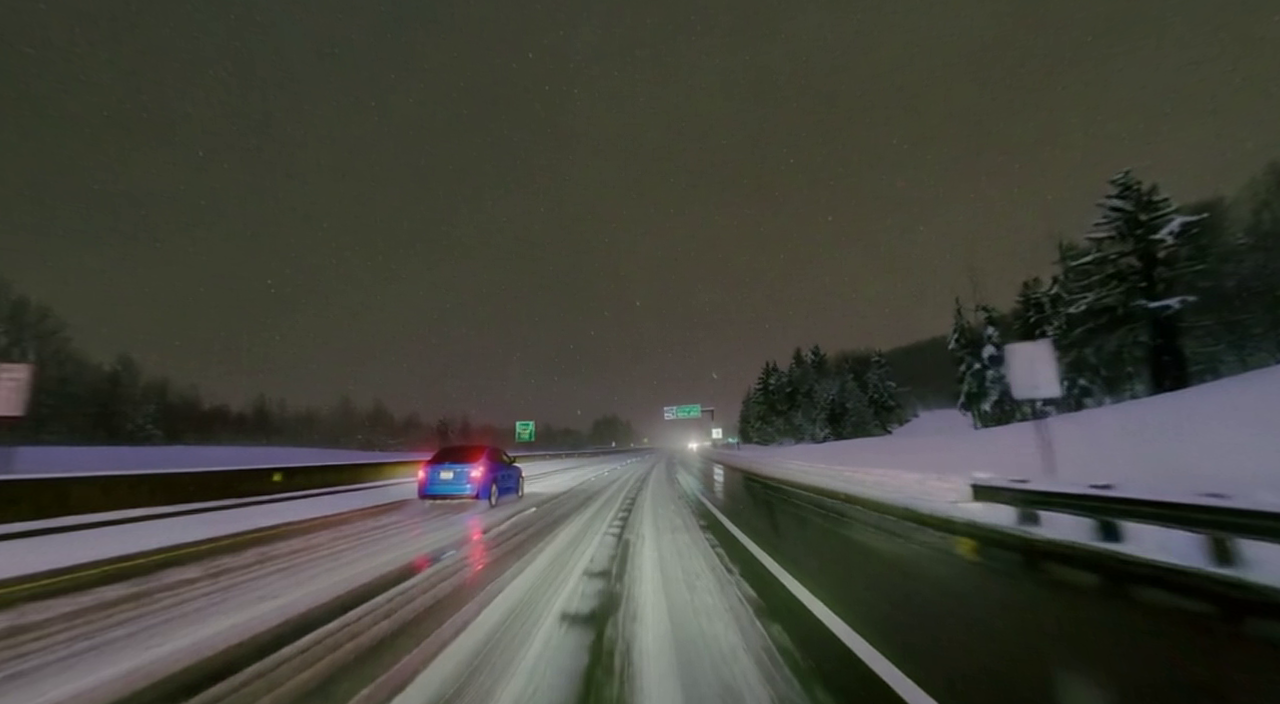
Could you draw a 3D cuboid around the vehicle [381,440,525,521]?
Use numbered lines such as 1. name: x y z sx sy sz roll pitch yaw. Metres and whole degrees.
1. vehicle: -3.882 2.719 13.850 1.928 1.504 3.745 0 -9 1
